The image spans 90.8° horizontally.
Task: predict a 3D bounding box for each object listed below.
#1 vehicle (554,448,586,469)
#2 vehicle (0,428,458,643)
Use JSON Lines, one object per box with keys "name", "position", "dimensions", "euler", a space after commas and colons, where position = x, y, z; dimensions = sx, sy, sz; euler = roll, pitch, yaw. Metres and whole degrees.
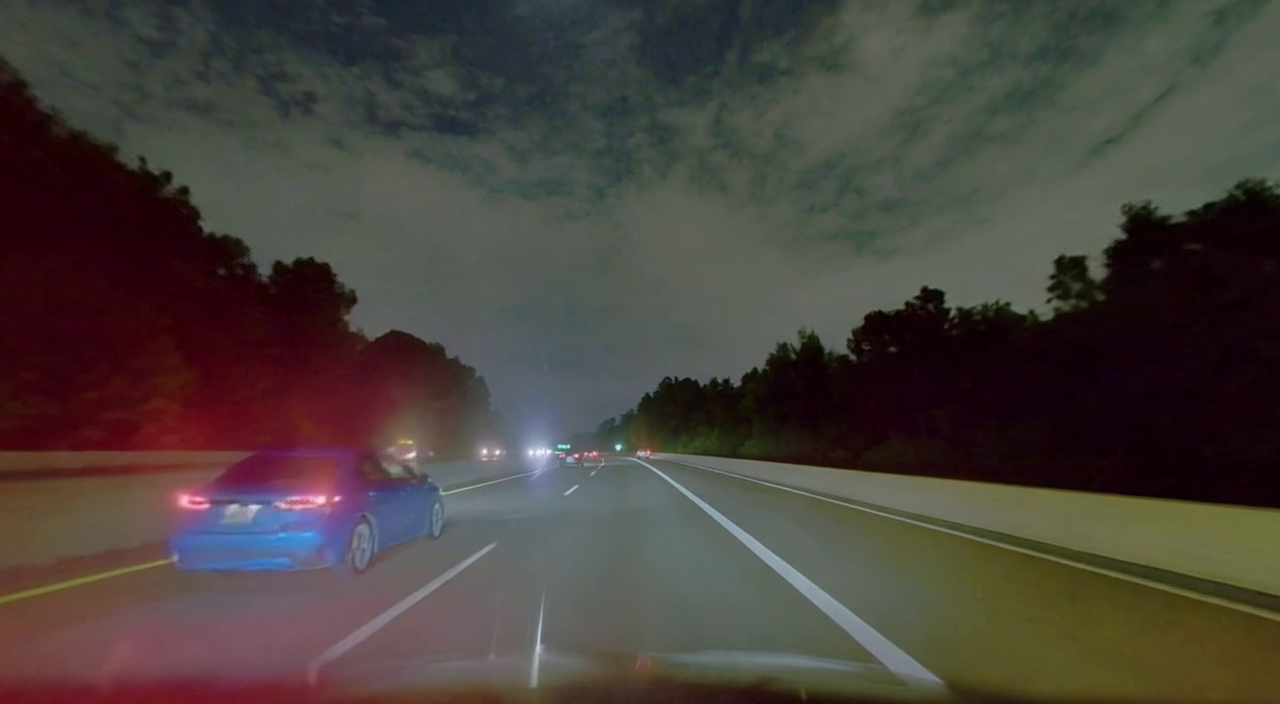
{"name": "vehicle", "position": [-5.168, 7.902, 47.026], "dimensions": [2.049, 1.521, 4.366], "euler": [0, -9, -2]}
{"name": "vehicle", "position": [-3.738, 1.673, 7.004], "dimensions": [1.957, 1.499, 4.965], "euler": [0, -9, 0]}
